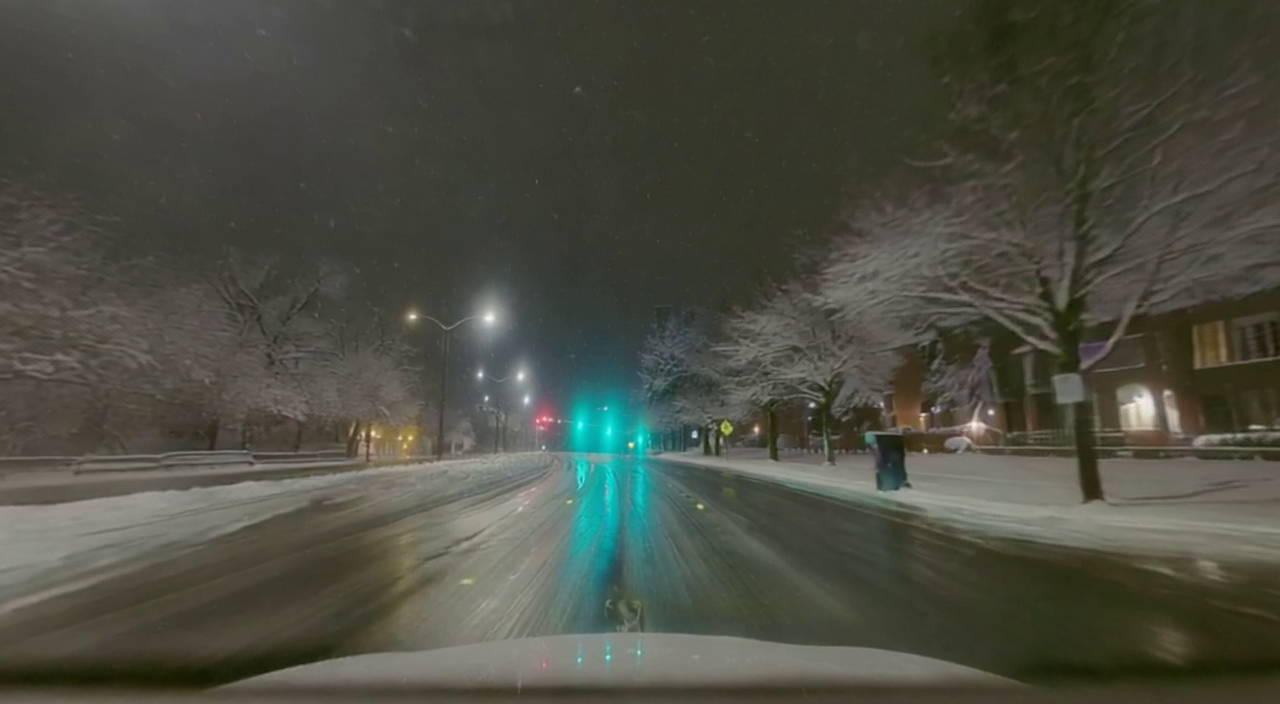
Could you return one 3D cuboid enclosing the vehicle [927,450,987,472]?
[{"bbox_3d":[23.932,8.238,47.931,1.905,1.575,4.678,0,-8,-3],"label":"vehicle"}]
